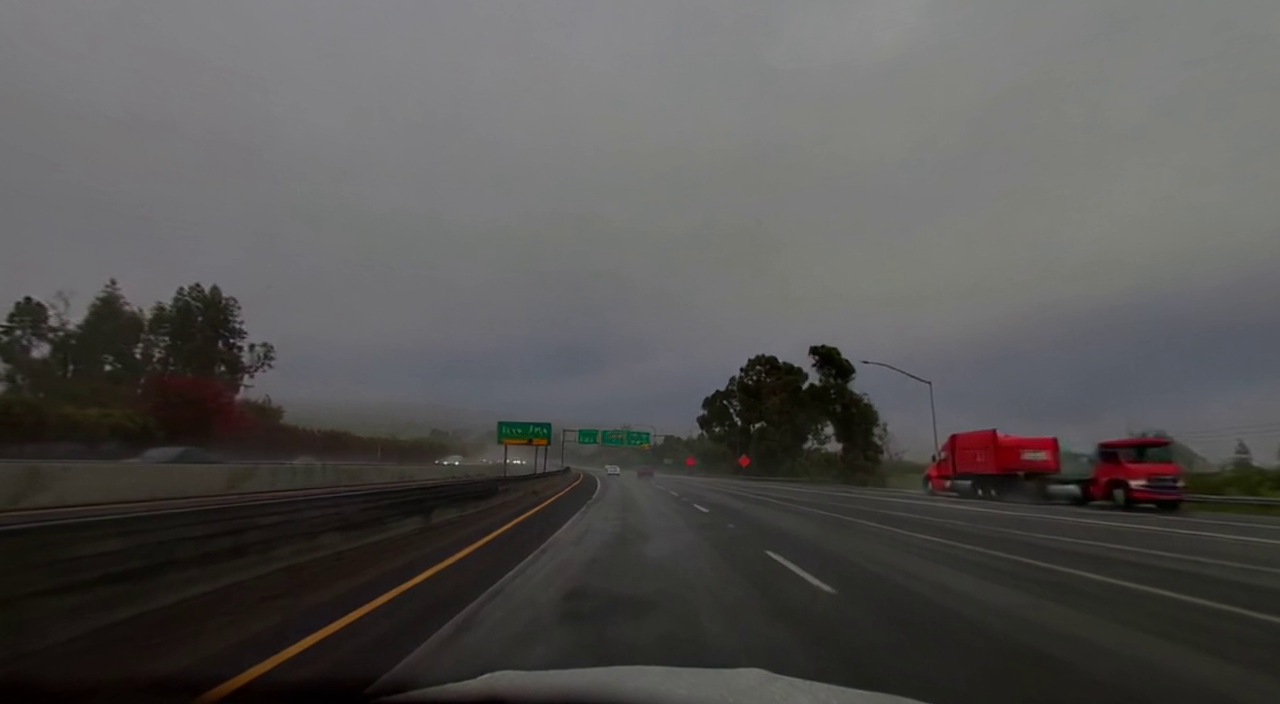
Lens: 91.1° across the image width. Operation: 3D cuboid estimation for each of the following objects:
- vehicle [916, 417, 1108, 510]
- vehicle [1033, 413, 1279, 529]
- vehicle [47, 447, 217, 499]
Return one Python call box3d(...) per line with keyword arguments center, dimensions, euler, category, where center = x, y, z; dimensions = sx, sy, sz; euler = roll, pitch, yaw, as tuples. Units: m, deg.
box3d(center=(16.326, 5.105, 28.705), dimensions=(2.902, 3.371, 8.875), euler=(4, -11, -4), category="vehicle")
box3d(center=(16.836, 3.946, 21.025), dimensions=(2.827, 3.120, 6.502), euler=(4, -10, -3), category="vehicle")
box3d(center=(-16.432, 3.968, 20.717), dimensions=(1.946, 1.475, 4.594), euler=(1, -10, -3), category="vehicle")
